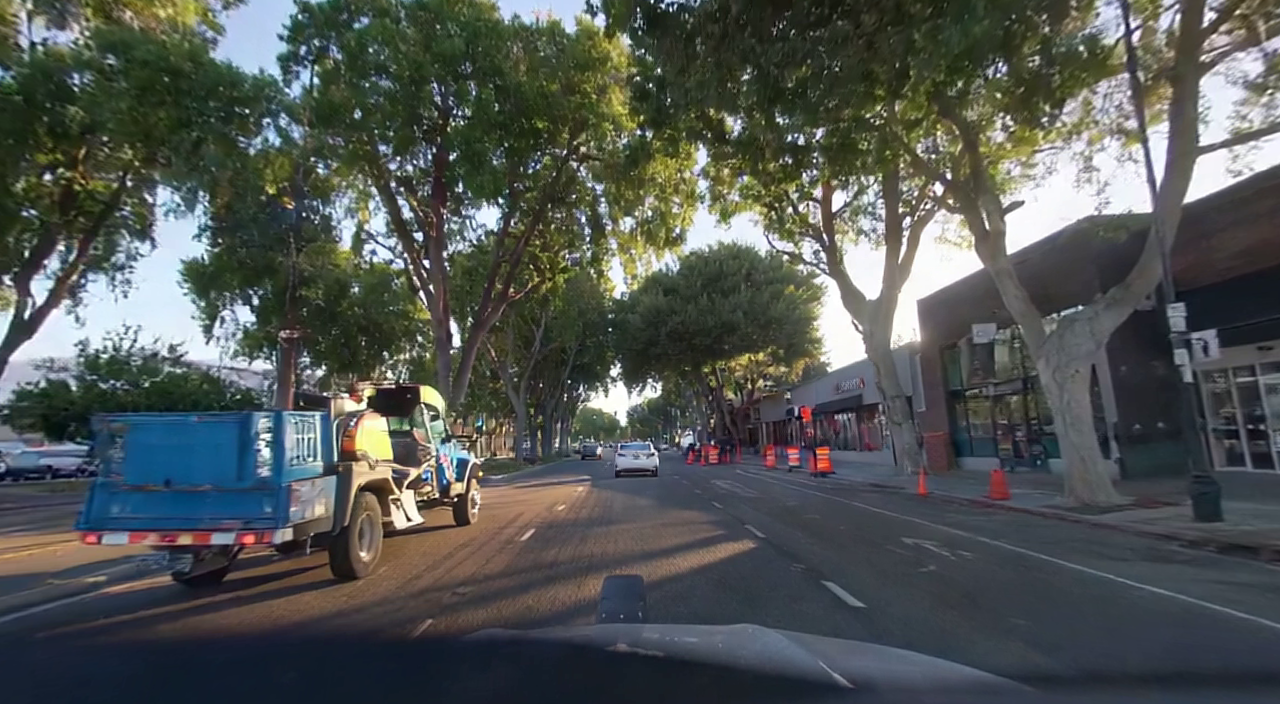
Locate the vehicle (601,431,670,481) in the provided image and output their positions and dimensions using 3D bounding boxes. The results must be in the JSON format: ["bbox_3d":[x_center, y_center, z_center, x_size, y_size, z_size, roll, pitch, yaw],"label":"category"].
[{"bbox_3d":[-0.195,3.962,24.309,2.413,1.748,4.406,0,-8,-1],"label":"vehicle"}]

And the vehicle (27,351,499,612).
[{"bbox_3d":[-3.614,1.437,7.920,2.424,2.063,5.678,0,-9,0],"label":"vehicle"}]

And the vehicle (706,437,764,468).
[{"bbox_3d":[5.377,5.775,36.445,2.082,1.601,4.451,1,-9,-9],"label":"vehicle"}]
